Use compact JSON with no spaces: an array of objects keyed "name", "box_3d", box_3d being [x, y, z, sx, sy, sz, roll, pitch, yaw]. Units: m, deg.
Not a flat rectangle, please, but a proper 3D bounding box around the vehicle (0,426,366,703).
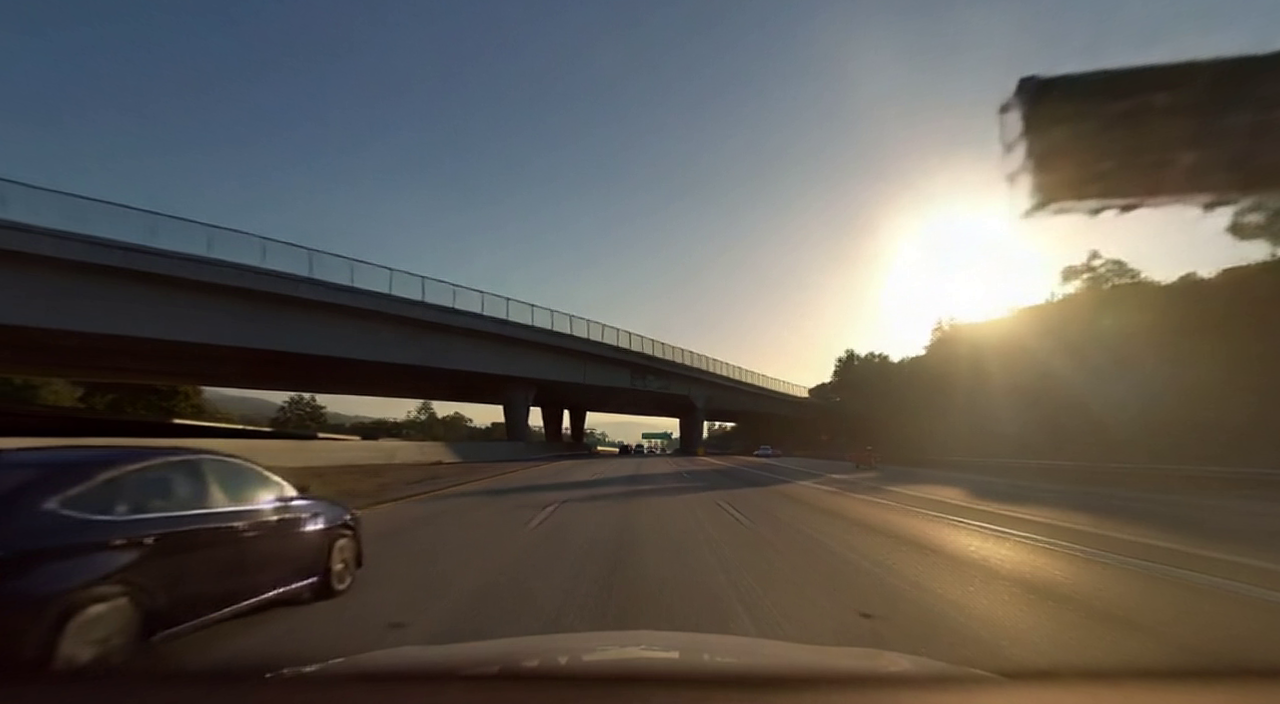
[{"name":"vehicle","box_3d":[-3.720,1.284,4.113,1.968,1.504,3.892,-1,-8,2]}]
